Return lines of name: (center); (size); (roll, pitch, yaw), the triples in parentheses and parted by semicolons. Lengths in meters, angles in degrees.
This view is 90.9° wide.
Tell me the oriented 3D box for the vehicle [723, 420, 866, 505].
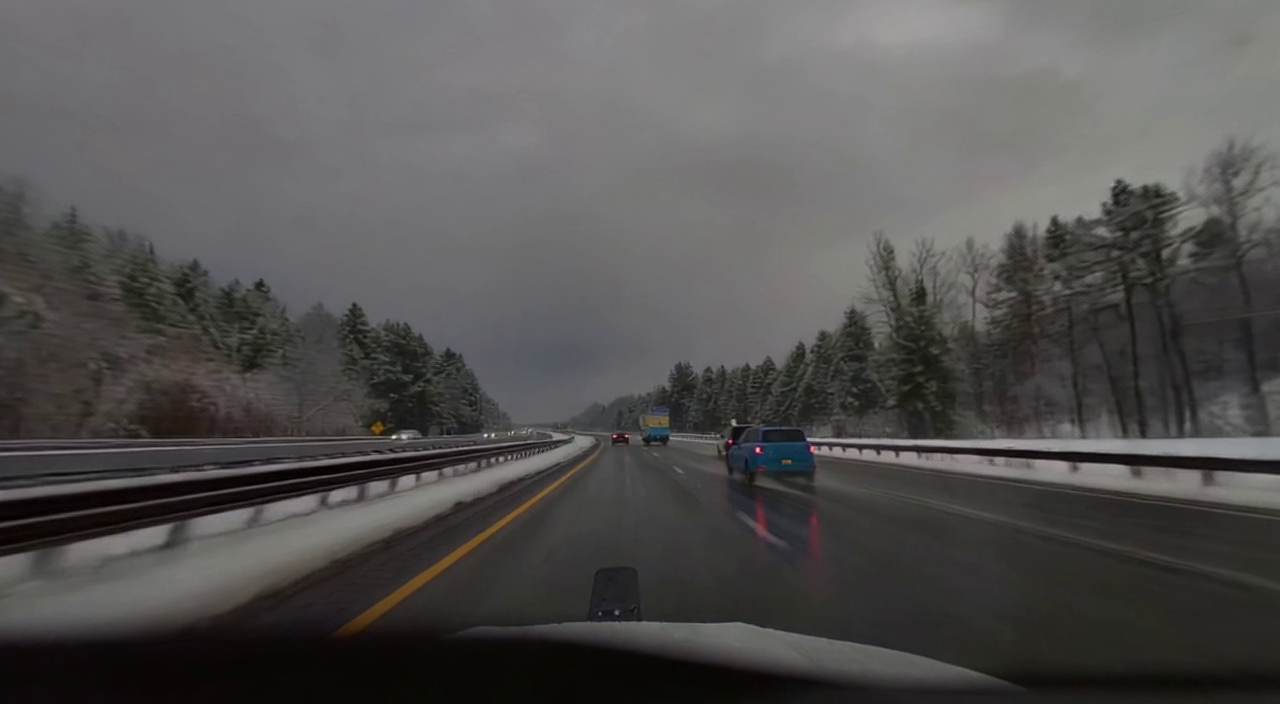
vehicle: (3.155, 2.319, 13.764); (2.002, 1.569, 3.845); (0, -8, -2)
